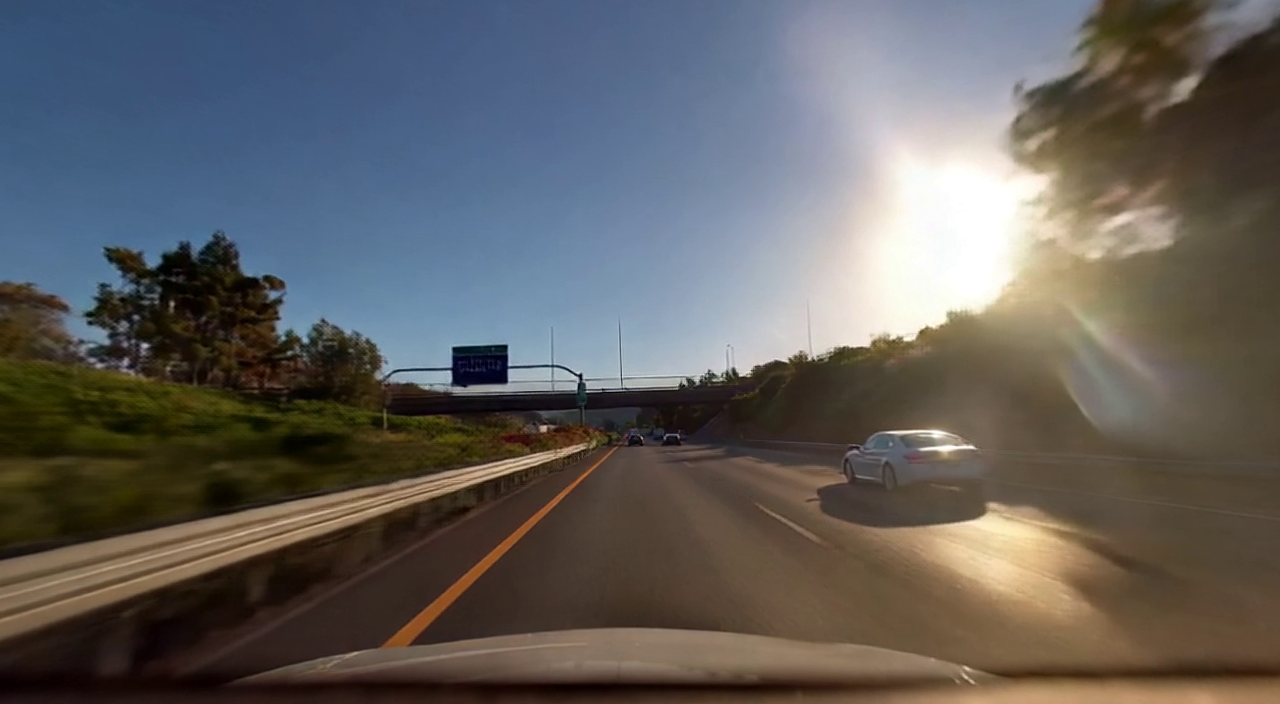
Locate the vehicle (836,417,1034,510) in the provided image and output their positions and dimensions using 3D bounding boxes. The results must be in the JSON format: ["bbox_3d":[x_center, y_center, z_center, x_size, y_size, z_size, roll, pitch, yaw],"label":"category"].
[{"bbox_3d":[5.726,2.194,12.929,1.940,1.578,4.122,0,-8,-2],"label":"vehicle"}]
